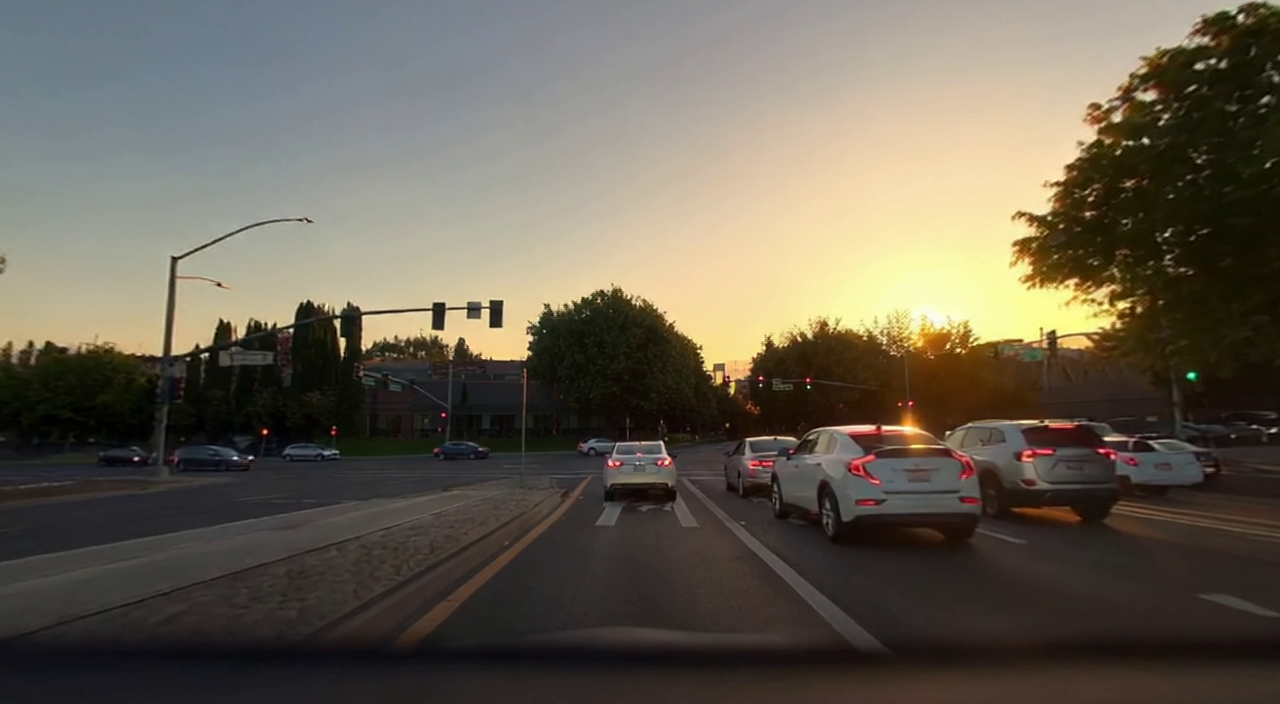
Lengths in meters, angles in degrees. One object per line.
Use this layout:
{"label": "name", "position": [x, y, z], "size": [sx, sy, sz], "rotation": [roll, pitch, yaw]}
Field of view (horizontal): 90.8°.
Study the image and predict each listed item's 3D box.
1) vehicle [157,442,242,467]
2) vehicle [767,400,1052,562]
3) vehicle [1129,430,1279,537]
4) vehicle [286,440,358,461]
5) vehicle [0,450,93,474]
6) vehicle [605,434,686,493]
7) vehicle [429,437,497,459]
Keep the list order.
{"label": "vehicle", "position": [-29.954, 6.942, 43.003], "size": [4.517, 1.637, 1.935], "rotation": [-1, -9, 8]}
{"label": "vehicle", "position": [3.478, 1.796, 9.523], "size": [2.111, 1.780, 4.990], "rotation": [0, -9, 1]}
{"label": "vehicle", "position": [10.332, 2.016, 9.830], "size": [1.919, 1.549, 4.452], "rotation": [0, -9, 1]}
{"label": "vehicle", "position": [-24.444, 7.588, 48.602], "size": [4.670, 1.542, 1.861], "rotation": [-1, -9, 8]}
{"label": "vehicle", "position": [-38.530, 7.126, 40.973], "size": [4.630, 1.441, 1.923], "rotation": [-1, -9, 9]}
{"label": "vehicle", "position": [0.187, 3.107, 17.960], "size": [2.026, 1.458, 4.175], "rotation": [0, -9, 1]}
{"label": "vehicle", "position": [-12.457, 6.798, 44.627], "size": [4.076, 1.498, 2.175], "rotation": [0, -9, 1]}
